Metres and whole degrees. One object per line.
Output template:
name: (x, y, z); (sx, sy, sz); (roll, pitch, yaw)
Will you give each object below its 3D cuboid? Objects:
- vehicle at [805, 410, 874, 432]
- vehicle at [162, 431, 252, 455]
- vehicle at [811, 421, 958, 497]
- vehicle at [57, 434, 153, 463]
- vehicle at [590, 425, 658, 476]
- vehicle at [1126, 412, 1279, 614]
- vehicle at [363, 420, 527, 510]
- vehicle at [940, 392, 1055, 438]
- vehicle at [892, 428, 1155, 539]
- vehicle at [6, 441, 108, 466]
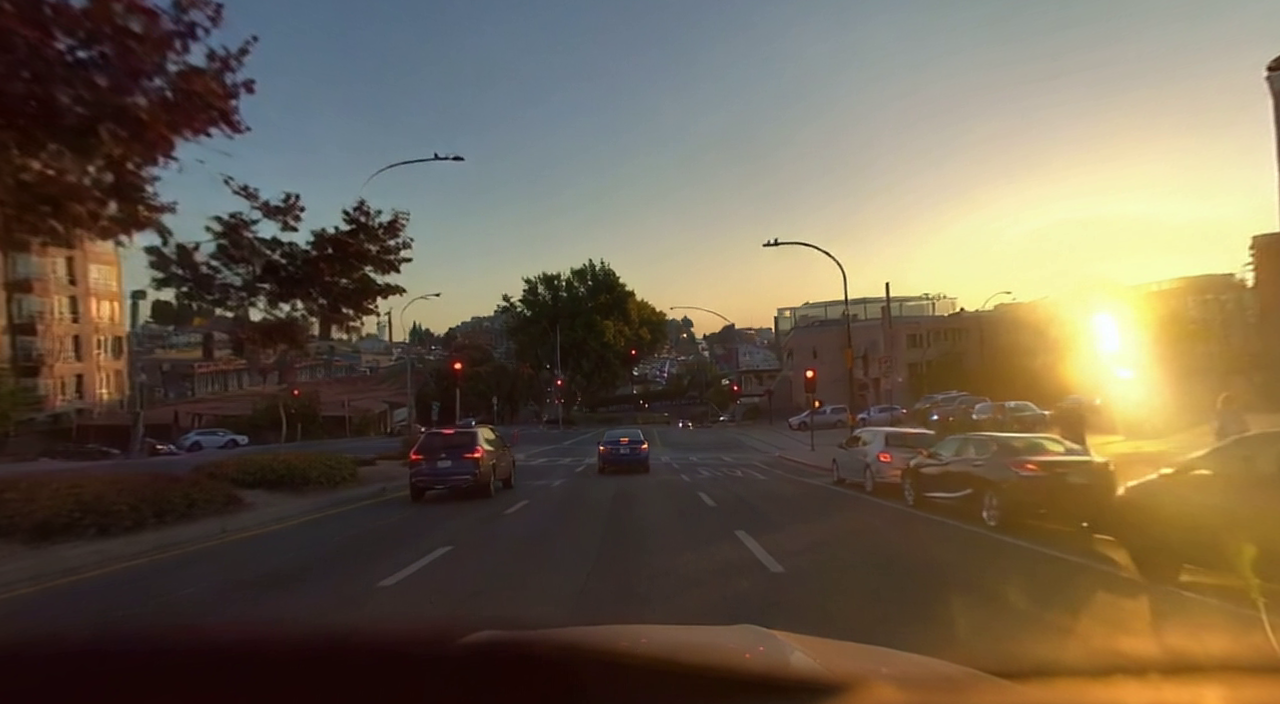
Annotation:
vehicle: (15.144, 5.284, 48.076); (4.775, 1.604, 1.915); (3, -9, -20)
vehicle: (-27.807, 5.847, 40.685); (4.453, 1.471, 1.921); (-1, -8, 4)
vehicle: (6.158, 2.753, 16.610); (1.904, 1.705, 4.510); (0, -8, -2)
vehicle: (-34.987, 6.312, 41.367); (4.698, 1.833, 1.887); (-1, -8, 6)
vehicle: (-0.482, 3.278, 21.168); (2.082, 1.520, 3.896); (0, -8, 0)
vehicle: (6.204, 1.297, 5.003); (1.877, 1.642, 3.572); (0, -8, 2)
vehicle: (-3.728, 2.254, 13.051); (1.934, 1.522, 4.464); (0, -8, 0)
vehicle: (21.622, 3.869, 38.333); (5.756, 2.653, 2.403); (2, -8, -12)
vehicle: (6.107, 2.115, 10.797); (1.959, 1.513, 4.104); (0, -8, 1)
vehicle: (-34.772, 6.048, 37.773); (3.957, 1.396, 2.134); (0, -9, 1)
